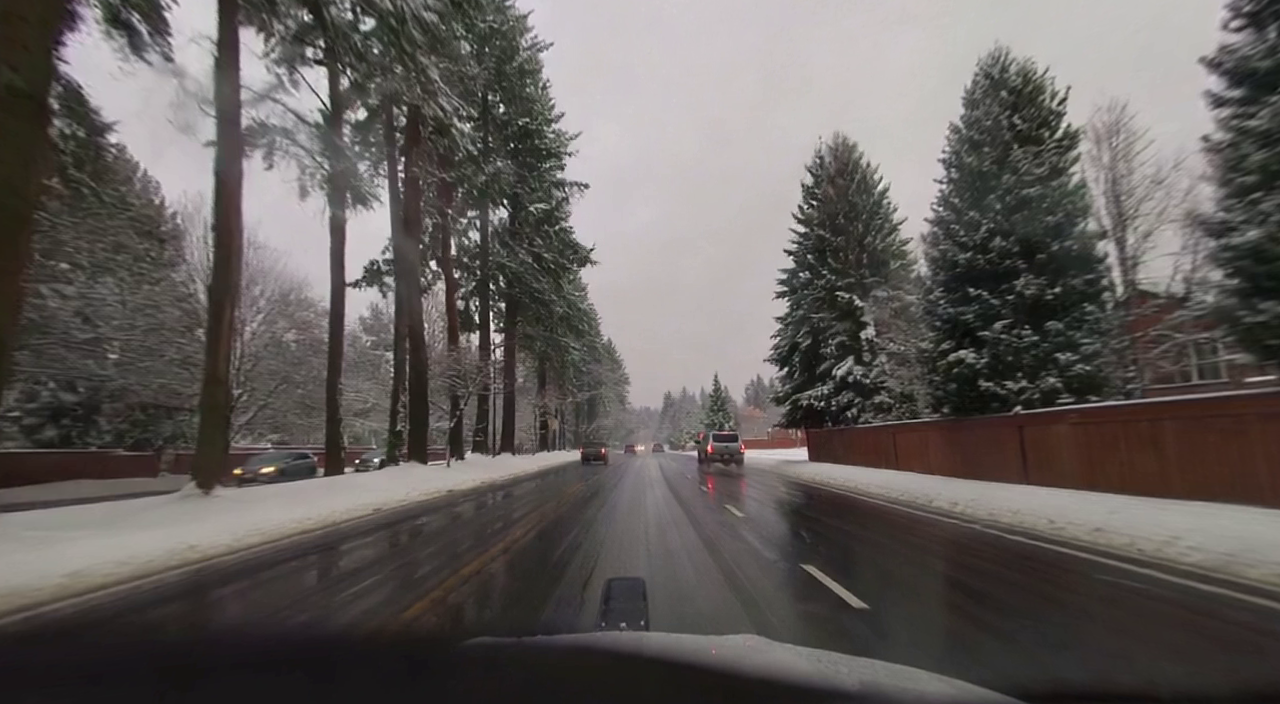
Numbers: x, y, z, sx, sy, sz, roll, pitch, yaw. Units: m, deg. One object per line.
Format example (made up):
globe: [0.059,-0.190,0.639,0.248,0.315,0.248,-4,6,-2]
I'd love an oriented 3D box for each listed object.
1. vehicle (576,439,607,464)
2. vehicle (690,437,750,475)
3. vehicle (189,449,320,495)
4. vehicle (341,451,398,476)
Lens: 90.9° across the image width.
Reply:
vehicle: [-3.614,7.466,47.385,2.002,1.747,4.728,0,-8,-1]
vehicle: [3.823,5.106,31.175,2.321,1.695,5.037,0,-8,0]
vehicle: [-13.915,4.329,23.135,1.838,1.477,4.622,0,-8,0]
vehicle: [-17.028,7.004,39.805,1.855,1.494,3.825,0,-8,1]
